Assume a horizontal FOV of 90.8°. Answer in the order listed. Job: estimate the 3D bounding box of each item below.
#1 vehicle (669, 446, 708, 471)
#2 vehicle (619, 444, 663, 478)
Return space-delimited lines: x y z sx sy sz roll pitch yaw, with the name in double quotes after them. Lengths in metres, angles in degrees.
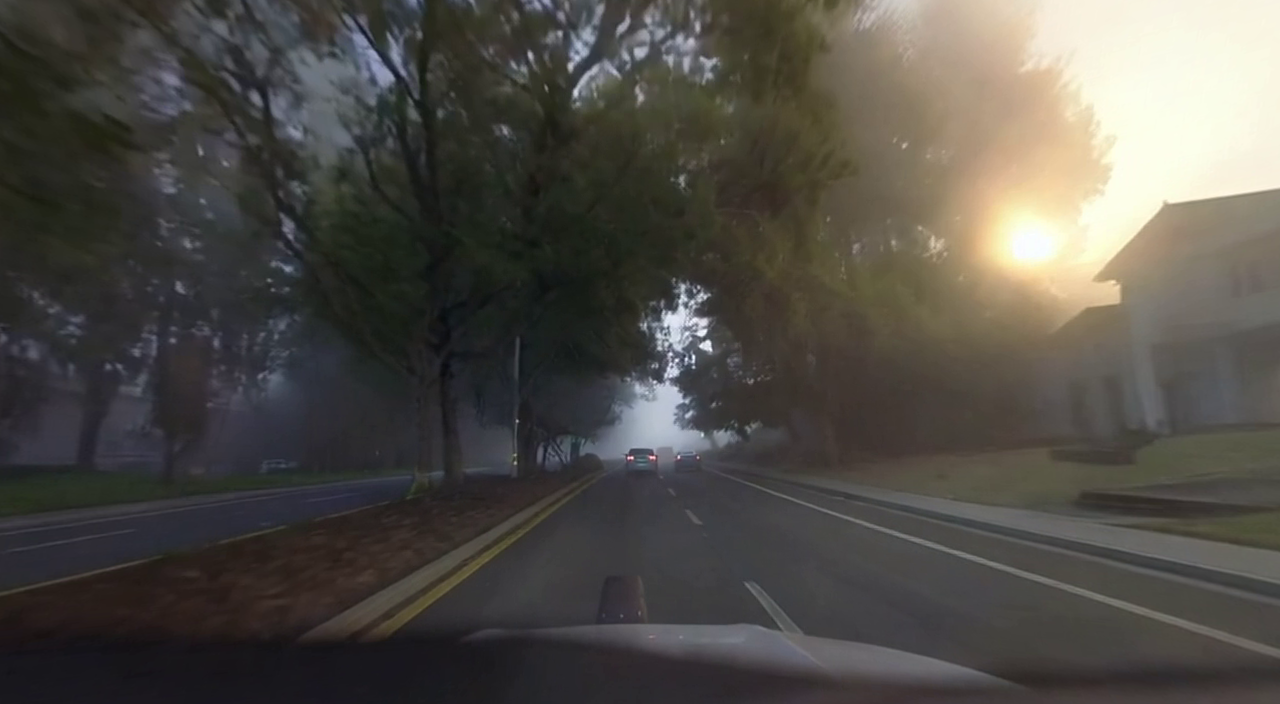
3.029 6.732 40.154 2.057 1.496 4.401 0 -8 -1 "vehicle"
0.085 5.323 31.102 2.018 1.511 3.993 0 -8 1 "vehicle"
